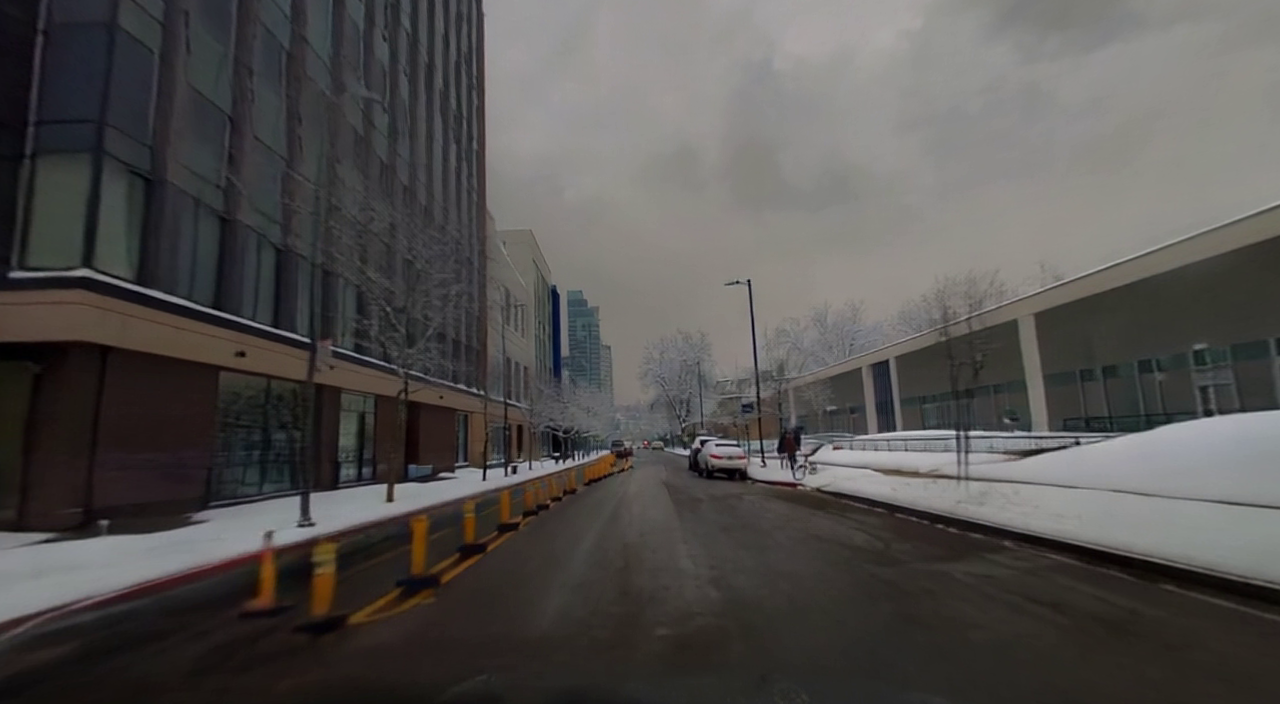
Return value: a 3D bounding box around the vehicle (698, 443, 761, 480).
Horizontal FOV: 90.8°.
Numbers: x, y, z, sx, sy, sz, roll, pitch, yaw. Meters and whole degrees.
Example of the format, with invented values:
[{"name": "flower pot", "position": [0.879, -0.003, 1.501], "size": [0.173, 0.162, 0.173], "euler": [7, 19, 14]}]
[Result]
[{"name": "vehicle", "position": [3.804, 4.708, 27.515], "size": [2.020, 1.448, 4.220], "euler": [-1, -8, -1]}]
